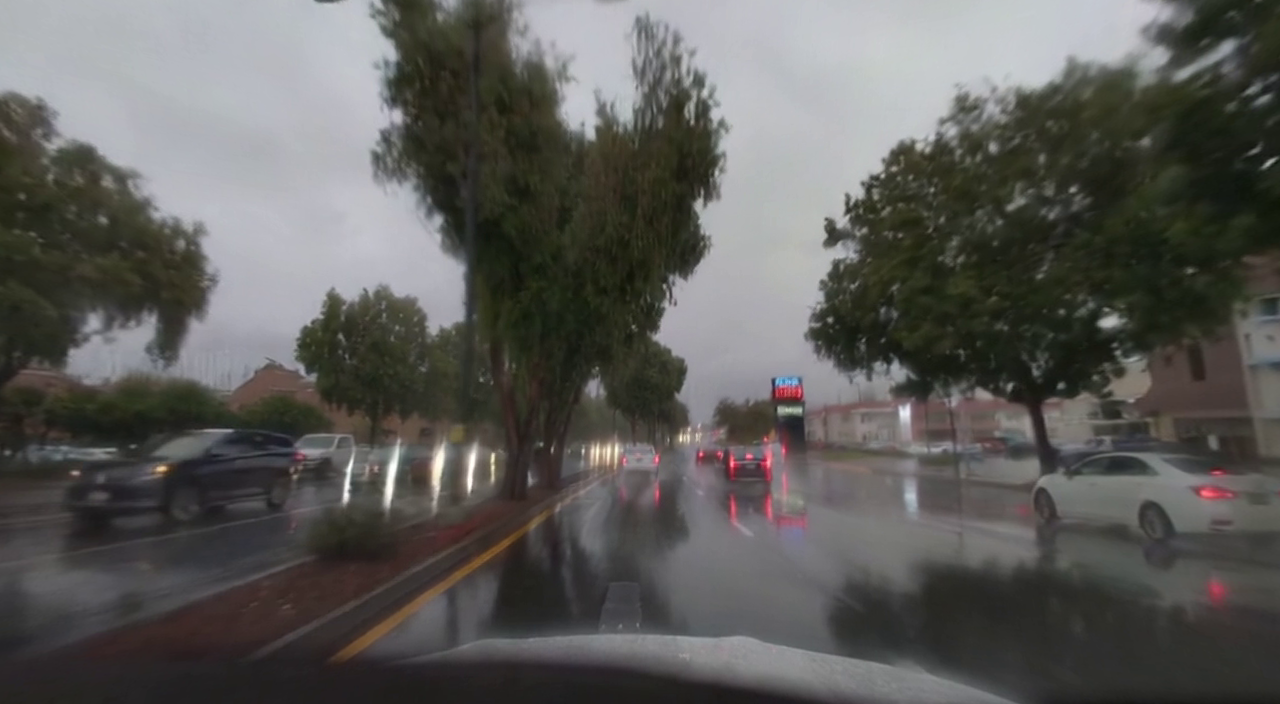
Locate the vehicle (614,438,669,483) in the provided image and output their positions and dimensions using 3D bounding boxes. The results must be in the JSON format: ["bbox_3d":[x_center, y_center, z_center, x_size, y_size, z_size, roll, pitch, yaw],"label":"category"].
[{"bbox_3d":[0.103,4.436,26.053,2.101,1.694,3.979,0,-8,1],"label":"vehicle"}]

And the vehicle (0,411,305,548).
[{"bbox_3d":[-8.511,2.173,11.245,2.362,1.825,4.988,-2,-9,0],"label":"vehicle"}]

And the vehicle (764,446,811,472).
[{"bbox_3d":[8.966,6.544,38.851,1.860,1.475,4.488,0,-9,1],"label":"vehicle"}]

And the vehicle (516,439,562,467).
[{"bbox_3d":[-7.684,7.767,48.693,2.460,1.970,5.271,-1,-9,3],"label":"vehicle"}]

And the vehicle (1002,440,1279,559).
[{"bbox_3d":[8.163,2.180,10.191,1.909,1.456,4.569,0,-8,0],"label":"vehicle"}]

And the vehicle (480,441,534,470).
[{"bbox_3d":[-8.318,6.530,39.956,2.183,1.706,4.862,-1,-9,2],"label":"vehicle"}]

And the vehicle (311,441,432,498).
[{"bbox_3d":[-8.428,3.691,20.318,2.076,1.595,4.110,-1,-8,1],"label":"vehicle"}]

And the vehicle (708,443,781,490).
[{"bbox_3d":[3.561,3.965,22.260,1.852,1.498,3.825,0,-8,-1],"label":"vehicle"}]

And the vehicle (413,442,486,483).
[{"bbox_3d":[-8.623,4.998,29.066,1.953,1.647,4.401,-2,-8,1],"label":"vehicle"}]
